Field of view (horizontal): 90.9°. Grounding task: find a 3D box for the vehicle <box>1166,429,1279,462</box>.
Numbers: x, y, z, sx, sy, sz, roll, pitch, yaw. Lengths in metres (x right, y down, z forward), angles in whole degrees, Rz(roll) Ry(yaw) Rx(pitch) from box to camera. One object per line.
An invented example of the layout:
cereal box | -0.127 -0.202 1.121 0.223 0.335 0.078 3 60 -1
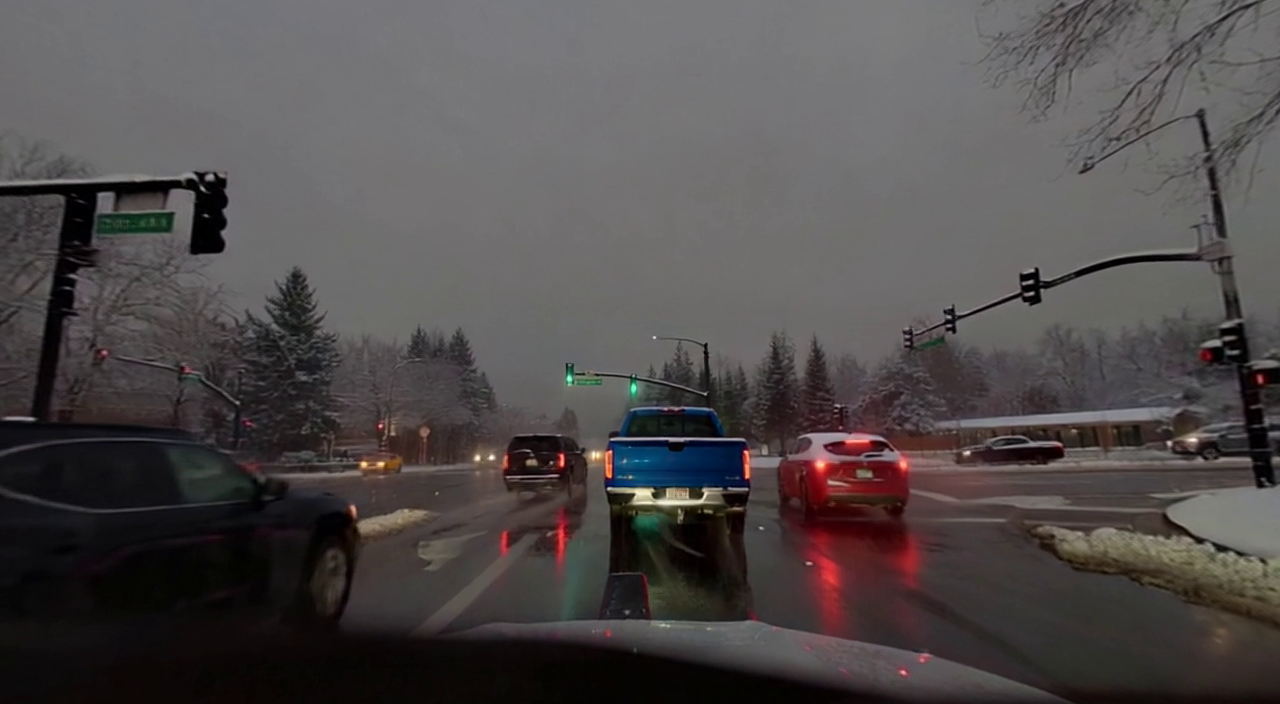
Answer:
vehicle | 27.777 4.363 29.459 4.681 1.458 1.908 0 -9 -1

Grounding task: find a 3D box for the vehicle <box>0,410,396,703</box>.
vehicle | -3.321 1.130 3.449 1.998 1.481 4.656 0 -8 1

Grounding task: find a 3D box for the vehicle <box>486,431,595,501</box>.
vehicle | -2.690 3.241 18.390 2.125 1.739 4.707 -1 -8 4

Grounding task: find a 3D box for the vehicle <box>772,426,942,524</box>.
vehicle | 4.169 2.433 12.986 1.984 1.659 4.226 0 -8 0

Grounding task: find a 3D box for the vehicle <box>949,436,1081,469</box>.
vehicle | 16.896 4.538 28.518 4.809 1.458 1.842 0 -9 -3

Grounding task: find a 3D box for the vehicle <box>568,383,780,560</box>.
vehicle | 0.482 1.772 9.964 2.505 2.084 4.768 0 -8 2
